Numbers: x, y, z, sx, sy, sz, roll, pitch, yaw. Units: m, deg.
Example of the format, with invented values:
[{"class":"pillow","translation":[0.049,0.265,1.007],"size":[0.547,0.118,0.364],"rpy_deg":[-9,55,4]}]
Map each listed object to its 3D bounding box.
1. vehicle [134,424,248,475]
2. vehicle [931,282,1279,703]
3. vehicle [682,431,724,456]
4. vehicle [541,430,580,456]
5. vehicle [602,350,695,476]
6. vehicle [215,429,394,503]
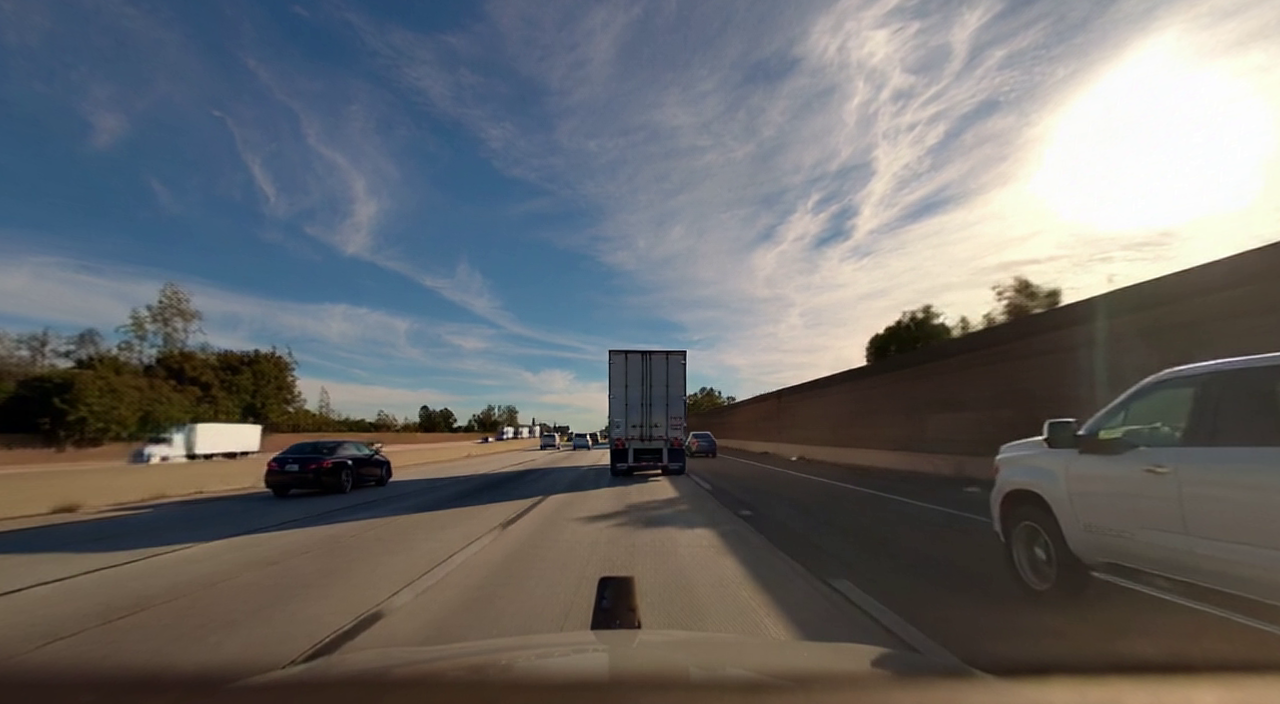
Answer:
[{"class":"vehicle","translation":[-27.349,5.940,38.701],"size":[2.282,2.848,6.389],"rpy_deg":[0,-8,-1]},{"class":"vehicle","translation":[3.632,0.693,2.918],"size":[2.118,1.832,4.901],"rpy_deg":[0,-8,-1]},{"class":"vehicle","translation":[3.900,5.773,39.893],"size":[2.044,1.508,4.716],"rpy_deg":[0,-8,-2]},{"class":"vehicle","translation":[-5.199,6.029,41.802],"size":[2.134,1.650,4.133],"rpy_deg":[0,-8,-1]},{"class":"vehicle","translation":[0.014,2.596,24.981],"size":[2.904,3.915,10.473],"rpy_deg":[0,-8,-3]},{"class":"vehicle","translation":[-7.660,2.610,14.917],"size":[2.059,1.500,4.001],"rpy_deg":[0,-8,-1]}]
